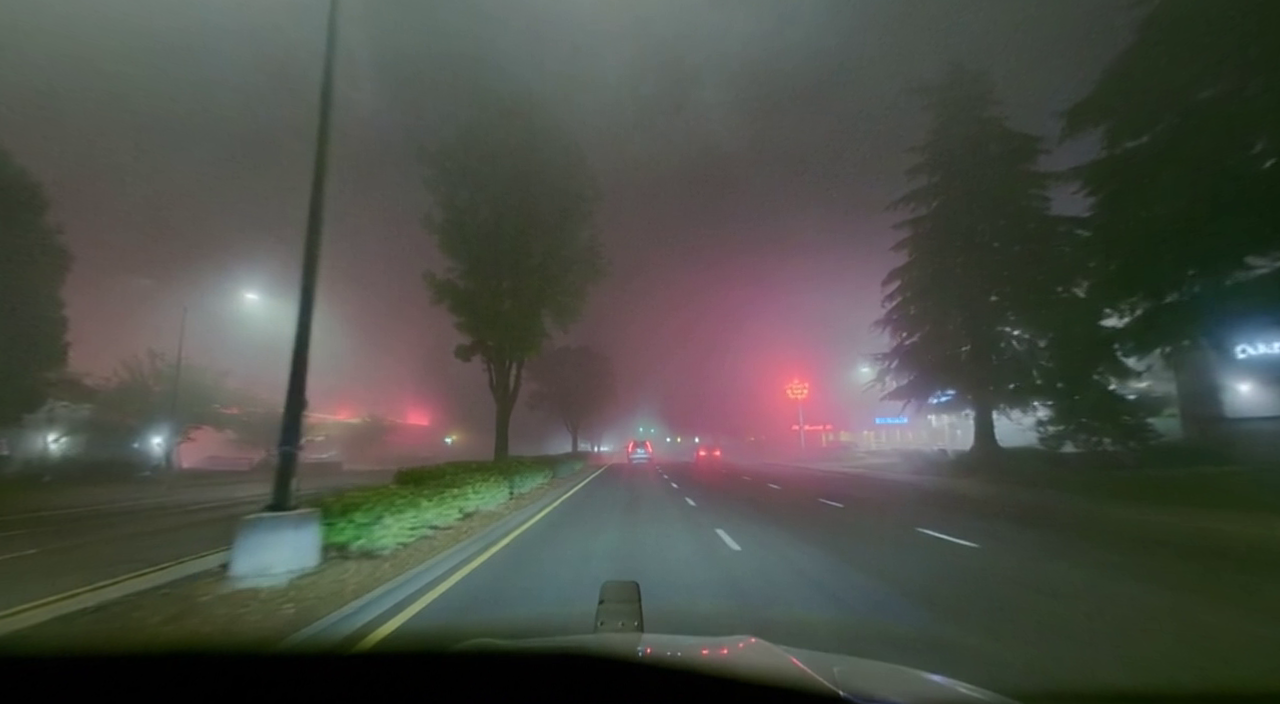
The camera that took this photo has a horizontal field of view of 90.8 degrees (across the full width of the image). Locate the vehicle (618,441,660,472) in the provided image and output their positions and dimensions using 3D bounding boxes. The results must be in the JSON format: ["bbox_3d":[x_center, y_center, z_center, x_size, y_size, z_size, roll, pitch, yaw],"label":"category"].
[{"bbox_3d":[-0.051,5.537,33.748,2.072,1.545,4.578,0,-8,0],"label":"vehicle"}]
